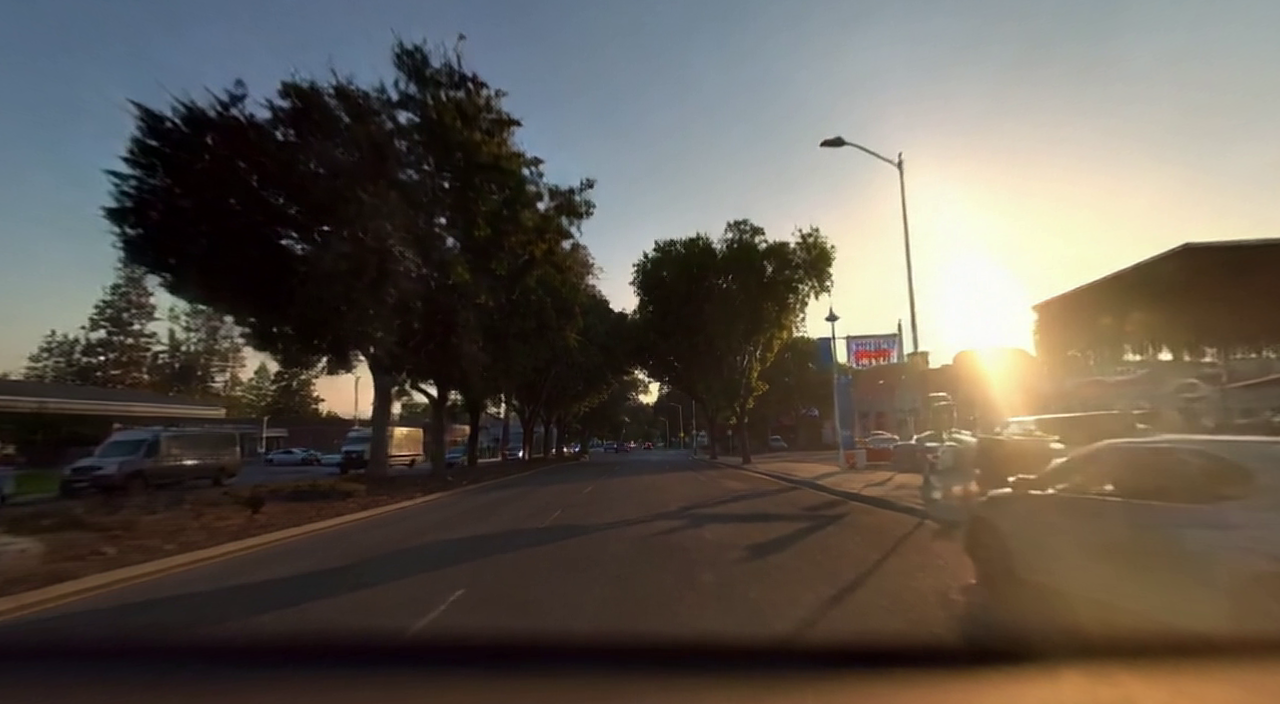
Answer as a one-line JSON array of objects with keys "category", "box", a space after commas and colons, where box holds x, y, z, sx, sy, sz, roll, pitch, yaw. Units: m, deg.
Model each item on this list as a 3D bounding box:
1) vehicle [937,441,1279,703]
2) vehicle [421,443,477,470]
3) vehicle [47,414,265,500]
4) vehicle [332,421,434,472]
[{"category": "vehicle", "box": [4.092, 1.353, 4.439, 1.963, 1.411, 4.637, -1, -9, 3]}, {"category": "vehicle", "box": [-11.252, 6.192, 37.453, 1.860, 1.495, 4.409, 0, -9, 1]}, {"category": "vehicle", "box": [-18.876, 4.161, 25.400, 2.837, 2.953, 7.214, 0, -9, 2]}, {"category": "vehicle", "box": [-18.698, 7.051, 46.911, 2.958, 3.304, 10.523, 0, -9, 1]}]
